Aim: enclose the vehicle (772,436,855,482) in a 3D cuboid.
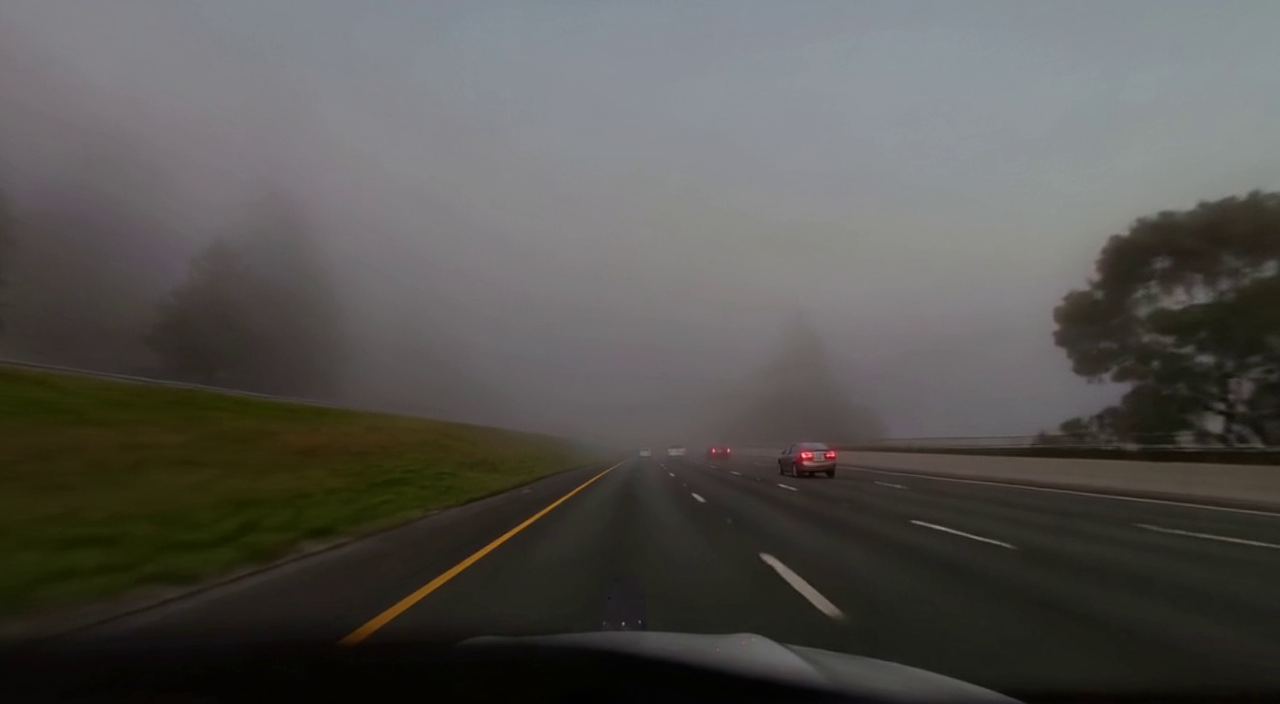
[{"bbox_3d":[6.973,4.358,25.833,2.048,1.697,4.689,0,-8,0],"label":"vehicle"}]
